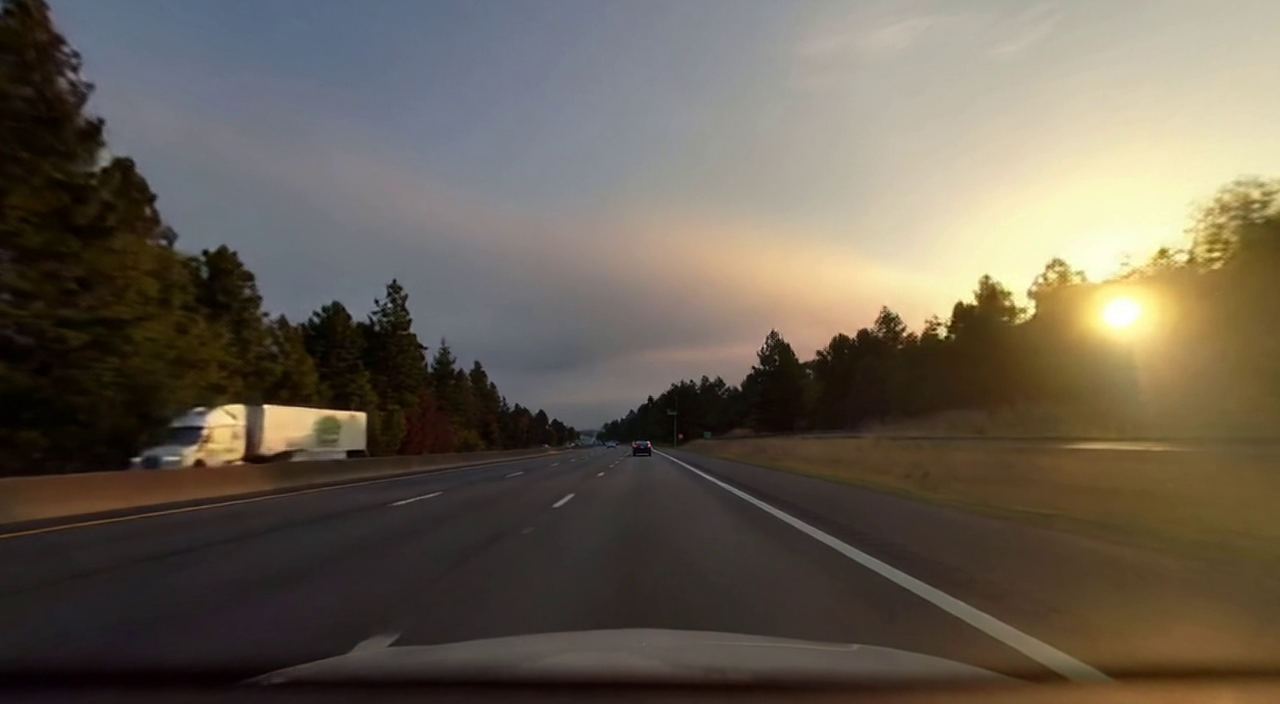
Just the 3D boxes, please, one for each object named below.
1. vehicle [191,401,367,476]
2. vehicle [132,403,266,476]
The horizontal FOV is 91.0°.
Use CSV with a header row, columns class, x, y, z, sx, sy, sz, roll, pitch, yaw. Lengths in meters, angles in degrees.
class,x,y,z,sx,sy,sz,roll,pitch,yaw
vehicle,-22.181,5.599,40.421,2.901,3.911,14.211,0,-8,0
vehicle,-22.018,4.400,31.813,2.748,3.336,5.227,1,-8,1
